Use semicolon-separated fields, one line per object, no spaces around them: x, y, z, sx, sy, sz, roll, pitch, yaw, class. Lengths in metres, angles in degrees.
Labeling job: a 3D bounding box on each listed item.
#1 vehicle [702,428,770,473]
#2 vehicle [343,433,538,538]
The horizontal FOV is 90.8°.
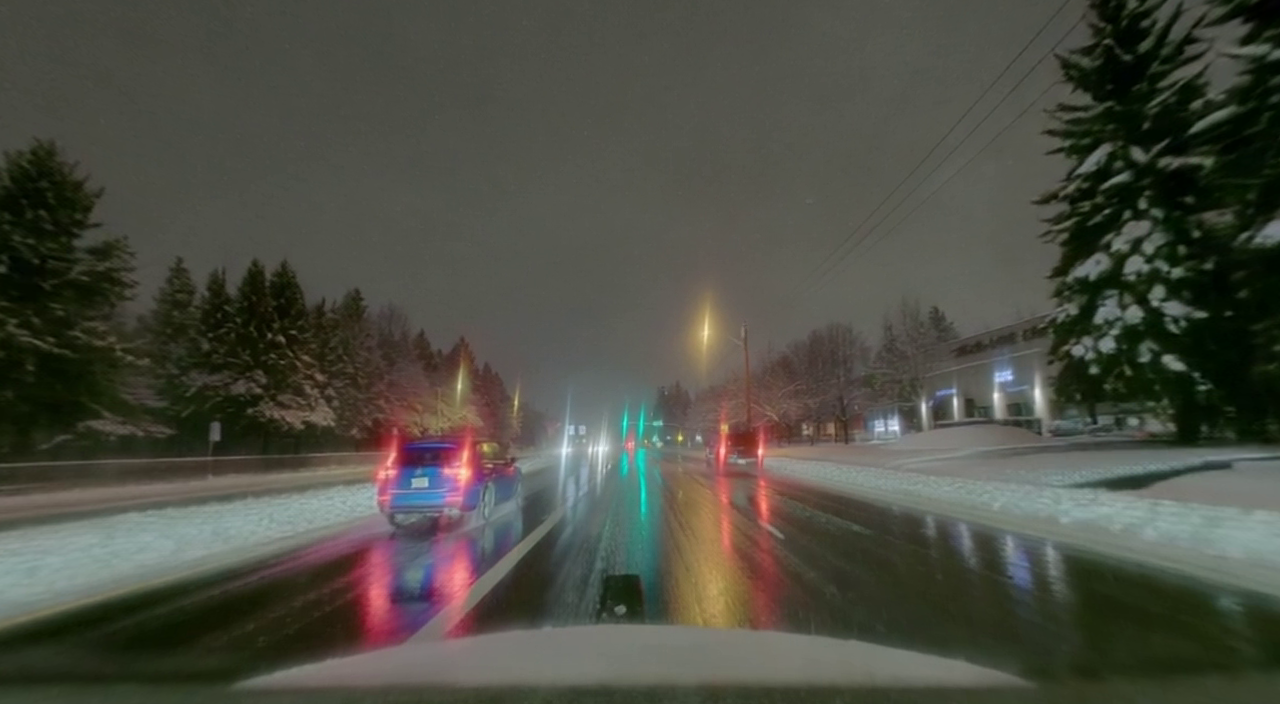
4.602;4.870;31.387;2.476;2.016;5.586;0;-8;0;vehicle
-3.168;2.201;11.129;2.017;1.470;4.293;0;-8;0;vehicle
